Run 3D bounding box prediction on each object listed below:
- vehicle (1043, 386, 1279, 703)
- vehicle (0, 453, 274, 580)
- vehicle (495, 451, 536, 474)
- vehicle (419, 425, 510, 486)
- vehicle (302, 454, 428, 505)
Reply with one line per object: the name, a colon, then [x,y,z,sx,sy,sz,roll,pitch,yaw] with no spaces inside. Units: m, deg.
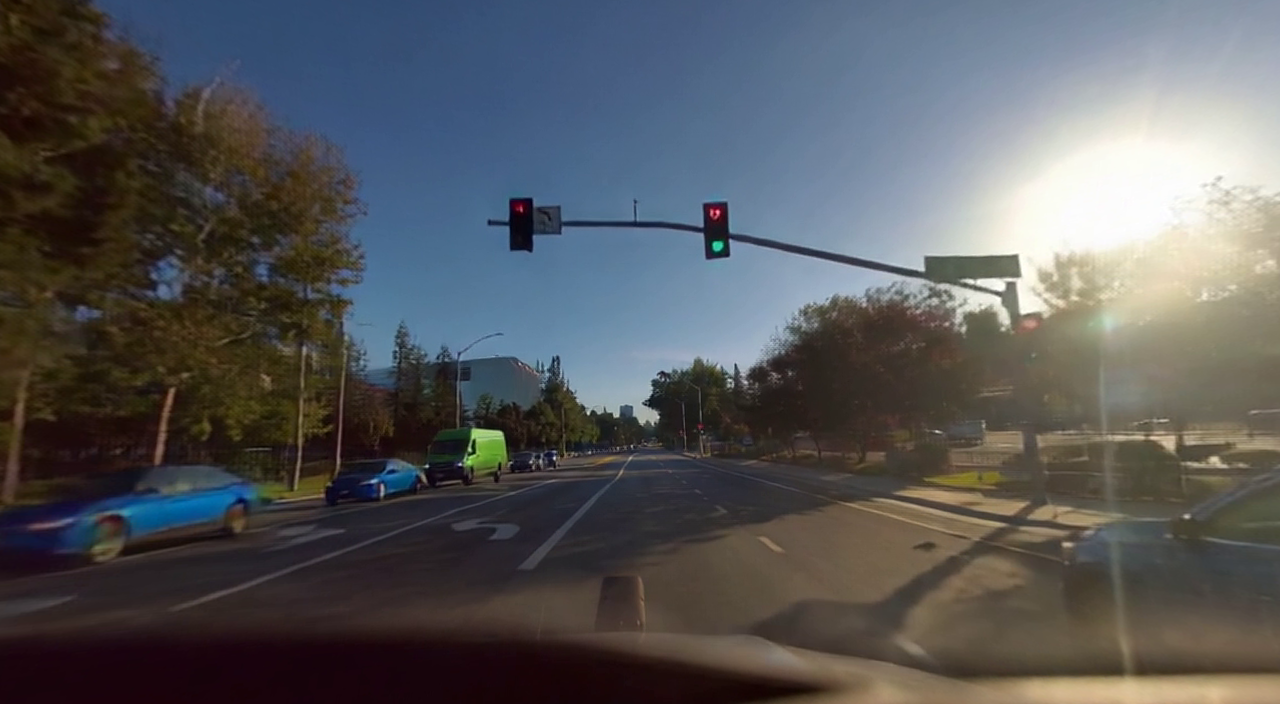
vehicle: [3.968,0.834,2.067,2.129,1.581,4.780,0,-8,0]
vehicle: [-8.122,2.387,10.097,1.906,1.468,4.686,0,-8,-3]
vehicle: [-8.667,7.700,44.317,1.959,1.469,4.369,0,-8,0]
vehicle: [-8.679,5.211,32.193,2.617,2.736,6.621,0,-8,1]
vehicle: [-9.055,4.202,21.314,2.190,1.455,4.516,0,-8,0]
